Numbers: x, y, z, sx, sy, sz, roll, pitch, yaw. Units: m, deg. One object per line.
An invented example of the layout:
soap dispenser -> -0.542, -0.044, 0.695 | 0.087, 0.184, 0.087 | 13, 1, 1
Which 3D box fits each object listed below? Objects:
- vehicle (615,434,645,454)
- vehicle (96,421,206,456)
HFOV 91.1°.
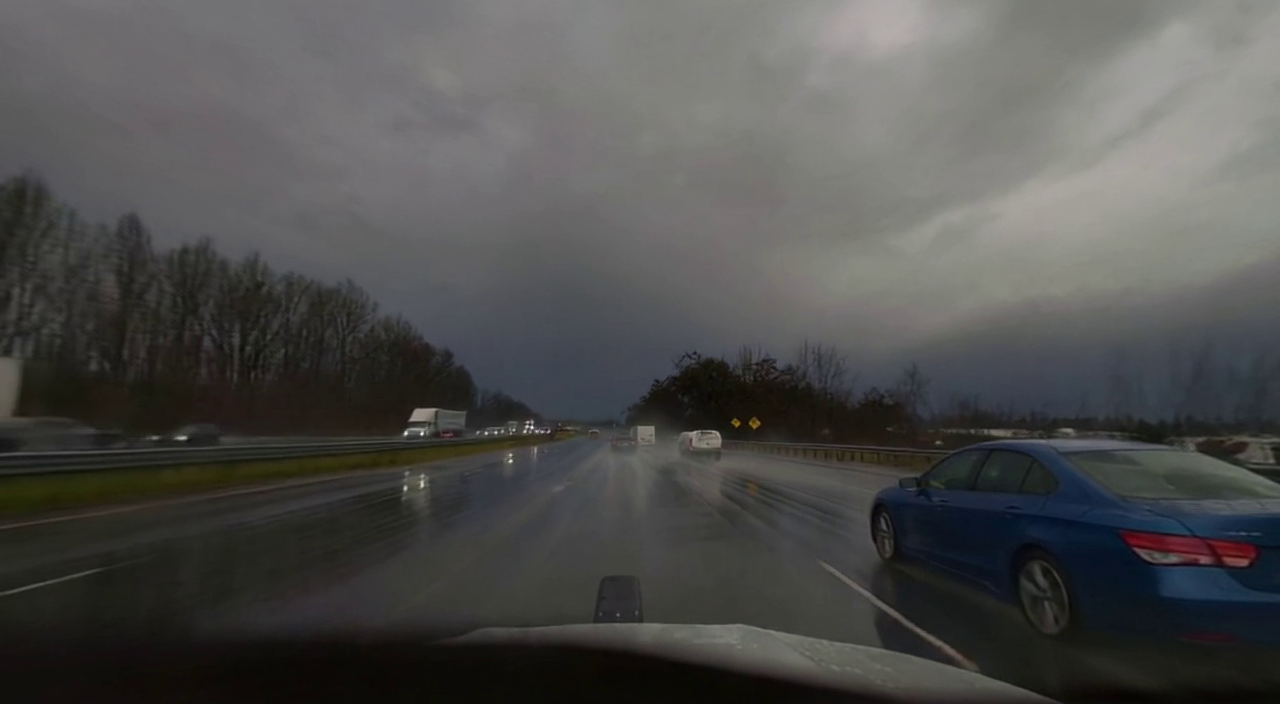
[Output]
vehicle -> -0.763, 6.816, 46.733 | 2.121, 1.445, 4.187 | 0, -8, -2
vehicle -> -22.599, 4.026, 29.279 | 1.798, 1.495, 4.230 | 0, -8, -1
